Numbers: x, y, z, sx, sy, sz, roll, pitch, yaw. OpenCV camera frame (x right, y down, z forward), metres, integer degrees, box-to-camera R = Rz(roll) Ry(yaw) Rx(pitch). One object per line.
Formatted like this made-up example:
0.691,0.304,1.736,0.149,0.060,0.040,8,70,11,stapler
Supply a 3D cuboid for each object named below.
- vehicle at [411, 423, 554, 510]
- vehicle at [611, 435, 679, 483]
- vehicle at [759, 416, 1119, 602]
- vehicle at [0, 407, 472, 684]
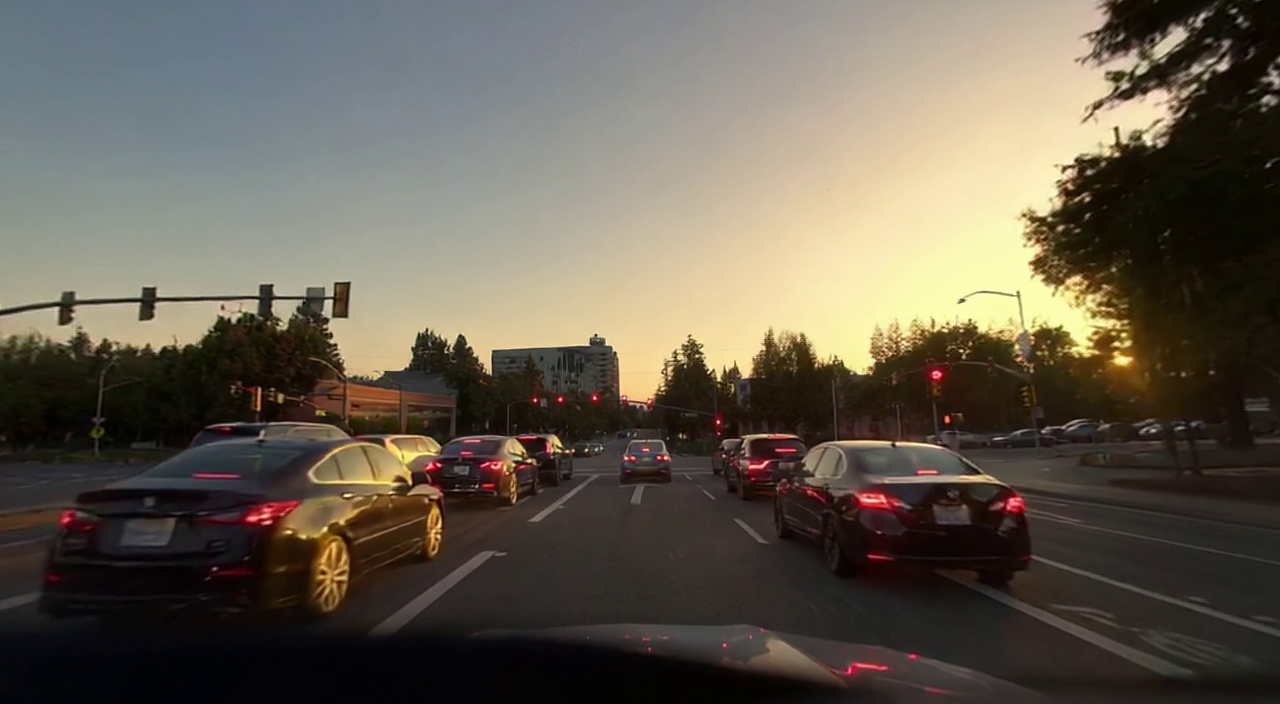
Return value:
-3.351,2.561,14.519,2.034,1.655,4.465,0,-9,1,vehicle
0.135,3.674,21.884,2.114,1.482,4.056,0,-9,-1,vehicle
2.837,1.609,7.401,2.002,1.474,4.528,0,-9,0,vehicle
-3.226,1.388,5.725,2.139,1.478,4.510,0,-9,0,vehicle
